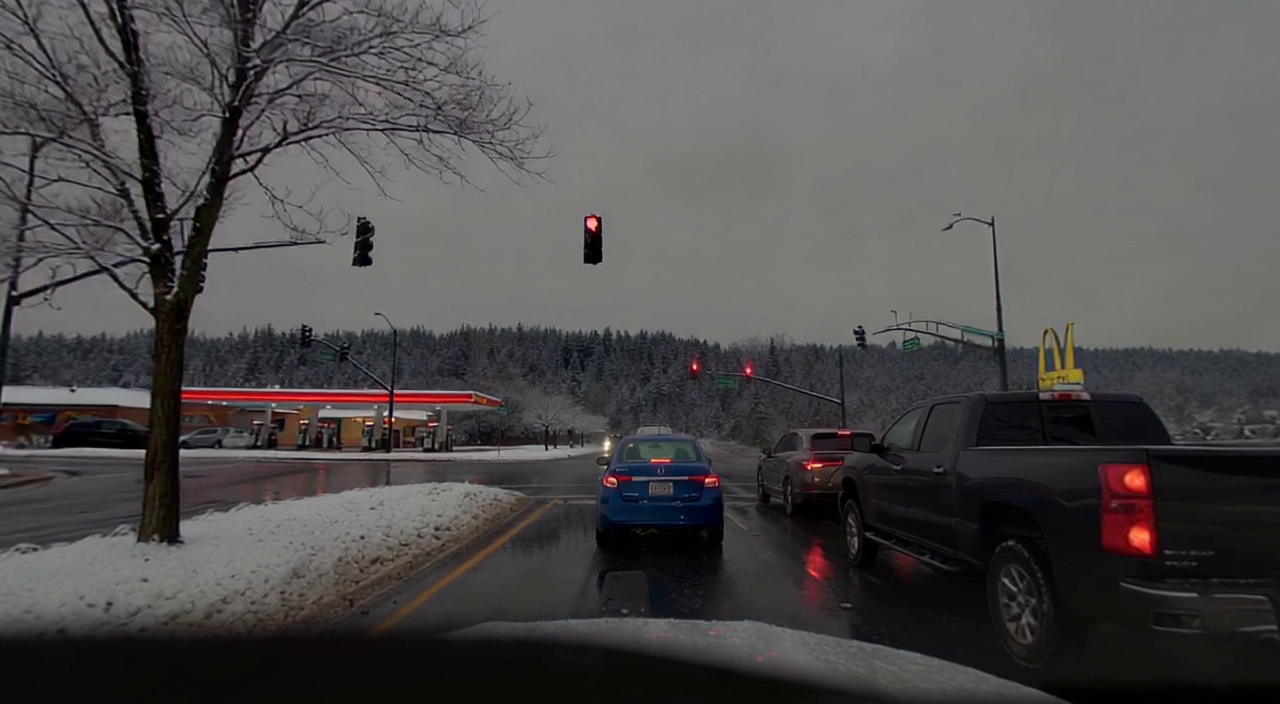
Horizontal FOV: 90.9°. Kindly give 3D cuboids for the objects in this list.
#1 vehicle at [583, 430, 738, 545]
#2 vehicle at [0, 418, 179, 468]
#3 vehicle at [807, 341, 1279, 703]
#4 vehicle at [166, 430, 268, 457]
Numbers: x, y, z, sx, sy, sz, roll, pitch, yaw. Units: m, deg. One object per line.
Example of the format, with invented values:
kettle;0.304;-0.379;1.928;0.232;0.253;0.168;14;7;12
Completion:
vehicle;0.257;2.070;10.254;2.027;1.494;3.824;0;-8;0
vehicle;-20.193;3.362;23.282;4.742;1.720;2.107;-1;-8;5
vehicle;3.576;1.315;6.092;2.277;1.871;6.143;0;-8;0
vehicle;-23.094;5.026;34.490;4.326;1.420;1.798;-1;-8;4
